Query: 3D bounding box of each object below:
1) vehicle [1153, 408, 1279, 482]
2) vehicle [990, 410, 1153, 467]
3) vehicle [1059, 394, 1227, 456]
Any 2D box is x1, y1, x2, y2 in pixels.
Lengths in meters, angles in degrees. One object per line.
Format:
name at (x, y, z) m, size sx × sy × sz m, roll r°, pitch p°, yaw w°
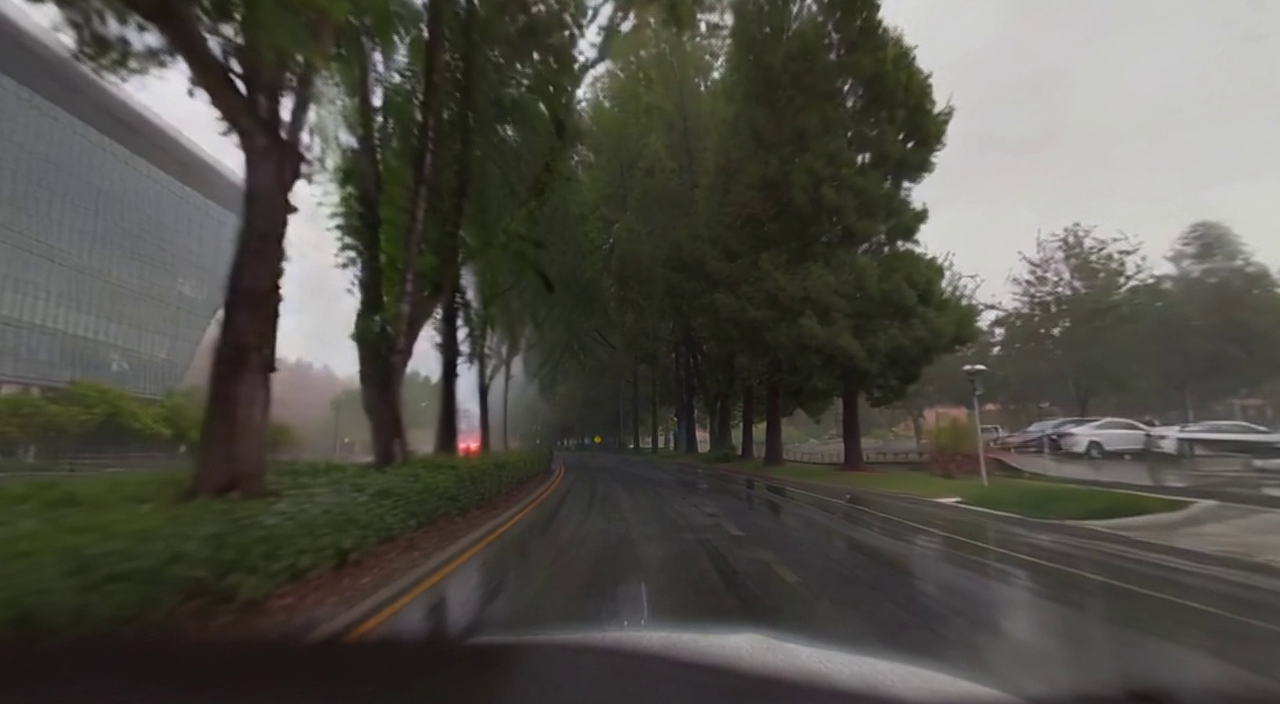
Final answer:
vehicle at (15.157, 2.160, 14.784) m, size 4.587 × 1.553 × 2.083 m, roll 1°, pitch -8°, yaw -6°
vehicle at (14.296, 2.862, 21.004) m, size 4.105 × 1.705 × 1.995 m, roll 0°, pitch -8°, yaw -9°
vehicle at (14.994, 2.221, 18.907) m, size 3.595 × 1.749 × 1.726 m, roll 1°, pitch -8°, yaw -5°
